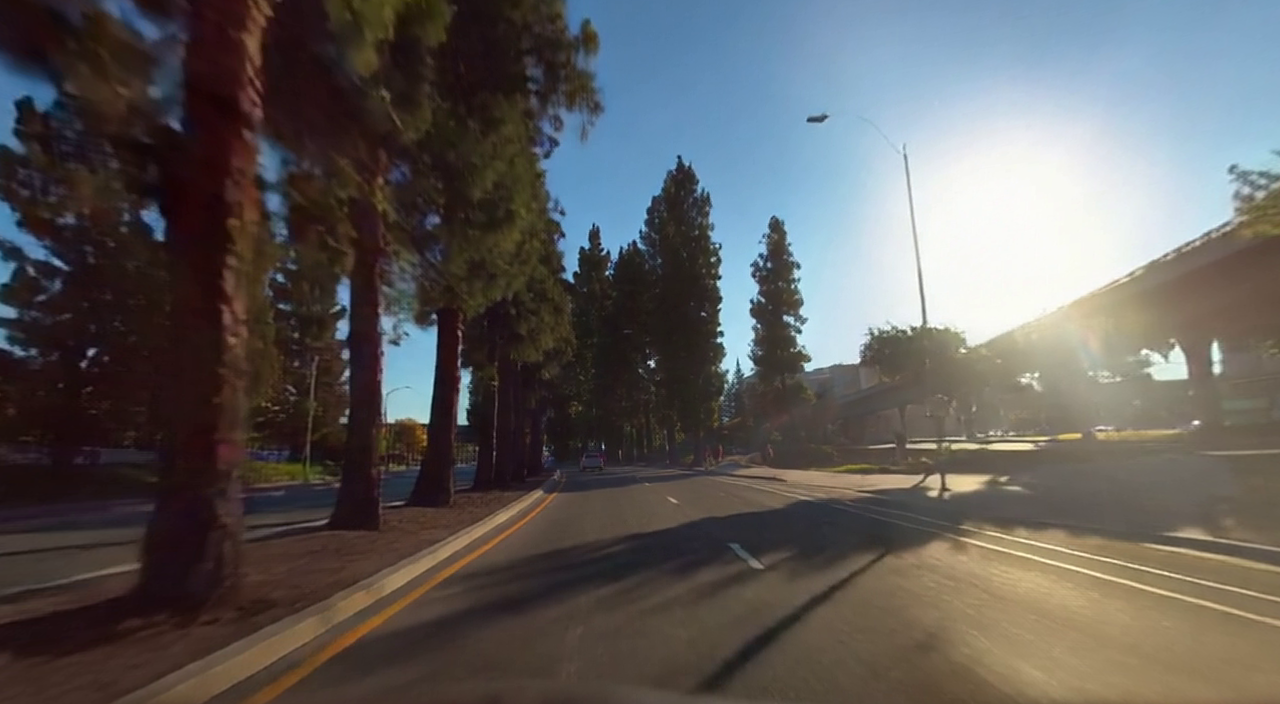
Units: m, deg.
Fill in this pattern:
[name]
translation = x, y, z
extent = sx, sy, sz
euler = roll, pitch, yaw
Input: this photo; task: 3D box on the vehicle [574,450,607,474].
[vehicle]
translation = -3.901, 8.532, 49.368
extent = 2.184, 1.713, 4.231
euler = 1, -9, -9
